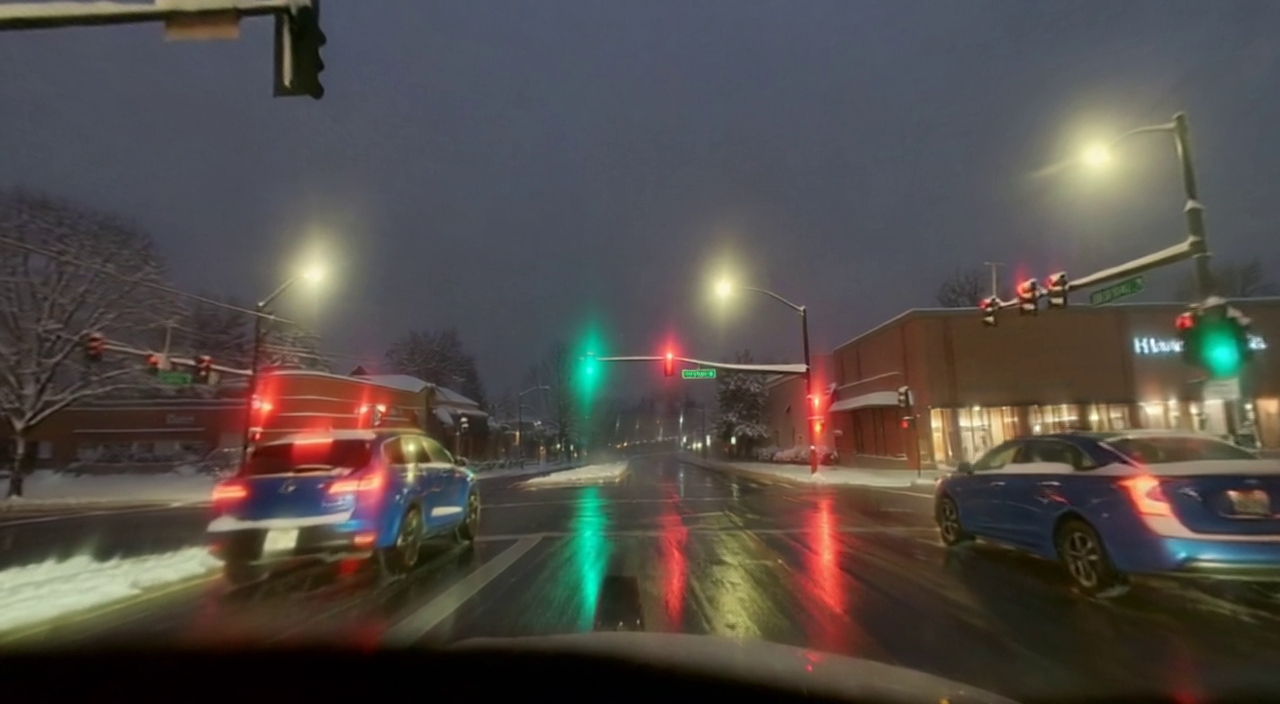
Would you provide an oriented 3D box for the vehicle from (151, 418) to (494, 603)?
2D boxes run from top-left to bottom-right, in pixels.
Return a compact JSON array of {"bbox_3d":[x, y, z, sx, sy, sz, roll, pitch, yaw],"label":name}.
[{"bbox_3d":[-3.350,1.740,7.834,1.947,1.627,4.248,0,-9,1],"label":"vehicle"}]

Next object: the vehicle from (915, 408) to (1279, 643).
[{"bbox_3d":[4.984,1.570,6.776,2.039,1.655,4.495,0,-9,1],"label":"vehicle"}]
